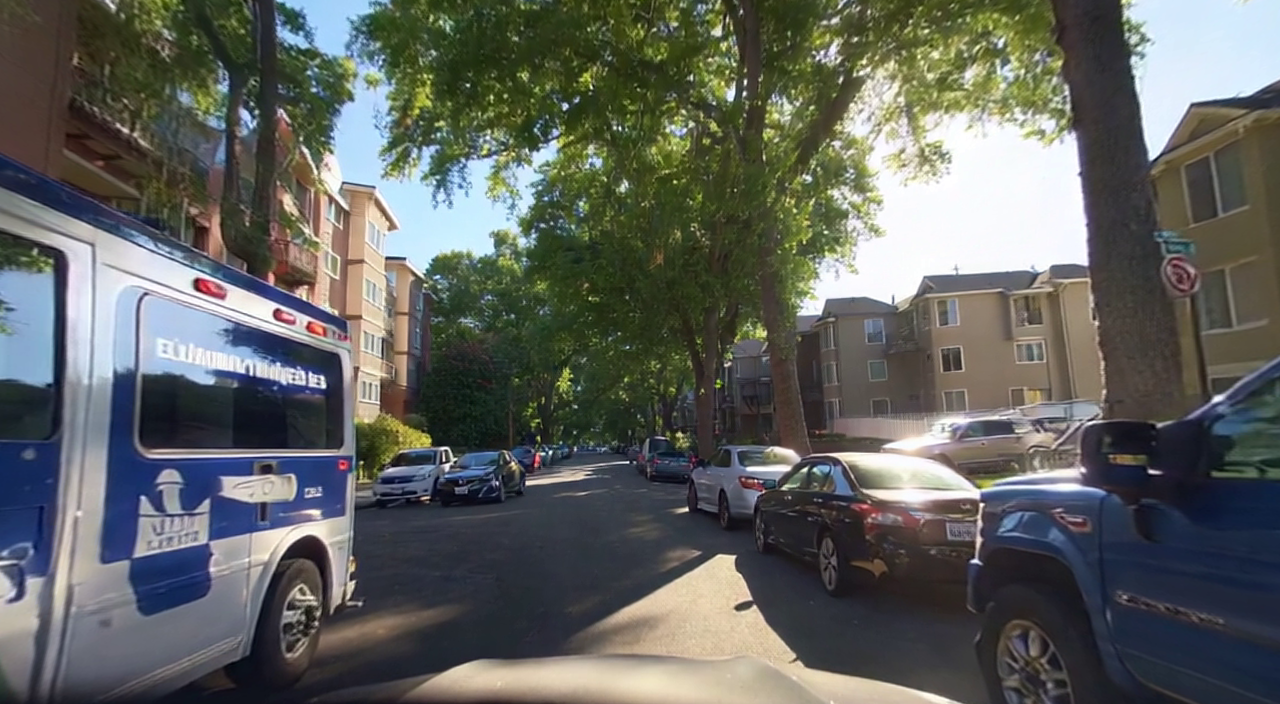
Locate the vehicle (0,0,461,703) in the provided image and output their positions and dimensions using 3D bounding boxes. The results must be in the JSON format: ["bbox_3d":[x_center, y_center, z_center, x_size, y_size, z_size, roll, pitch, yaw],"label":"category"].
[{"bbox_3d":[-2.657,0.204,1.326,2.705,2.859,6.875,0,-8,-2],"label":"vehicle"}]

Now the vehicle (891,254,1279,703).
[{"bbox_3d":[2.669,0.534,0.580,2.369,1.761,5.836,0,-8,-1],"label":"vehicle"}]

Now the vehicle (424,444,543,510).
[{"bbox_3d":[-3.982,3.230,16.936,1.966,1.515,4.394,0,-8,1],"label":"vehicle"}]

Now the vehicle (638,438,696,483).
[{"bbox_3d":[1.026,4.425,26.034,1.878,1.664,4.033,1,-8,-5],"label":"vehicle"}]
